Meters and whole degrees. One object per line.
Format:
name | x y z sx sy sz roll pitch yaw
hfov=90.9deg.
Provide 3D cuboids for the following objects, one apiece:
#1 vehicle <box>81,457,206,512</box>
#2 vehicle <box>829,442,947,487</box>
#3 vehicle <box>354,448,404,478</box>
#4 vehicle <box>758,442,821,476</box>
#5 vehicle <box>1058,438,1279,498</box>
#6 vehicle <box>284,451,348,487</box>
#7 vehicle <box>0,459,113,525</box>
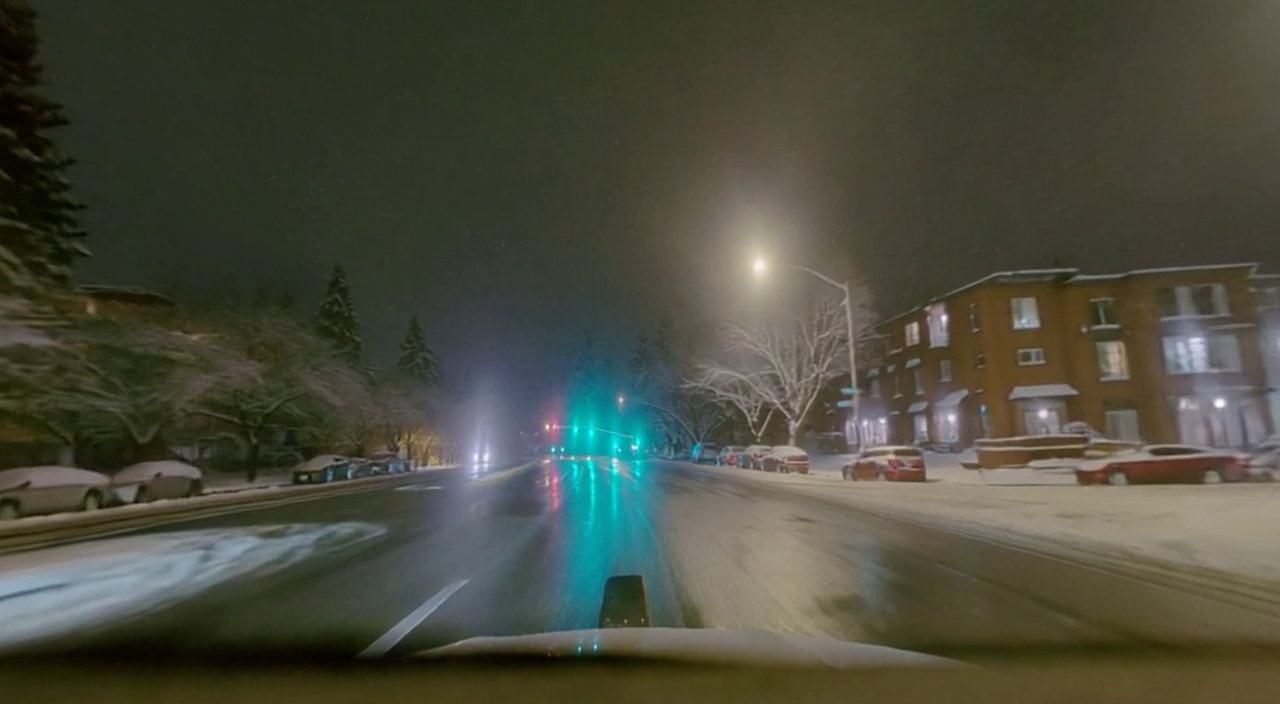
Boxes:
vehicle | -17.769 4.703 22.793 1.836 1.512 3.581 -2 -6 -4
vehicle | 9.881 4.489 25.459 1.919 1.627 4.196 5 -10 -25
vehicle | -20.181 8.588 49.048 2.111 1.908 5.586 0 -7 -7
vehicle | 8.374 6.058 35.783 2.039 1.752 4.876 1 -9 -4
vehicle | 16.007 3.450 19.072 5.088 1.538 2.114 -2 -7 3
vehicle | -18.825 6.787 36.855 1.916 1.657 4.366 -1 -6 -7
vehicle | -17.507 3.927 17.600 1.802 1.477 4.648 -3 -6 -3
